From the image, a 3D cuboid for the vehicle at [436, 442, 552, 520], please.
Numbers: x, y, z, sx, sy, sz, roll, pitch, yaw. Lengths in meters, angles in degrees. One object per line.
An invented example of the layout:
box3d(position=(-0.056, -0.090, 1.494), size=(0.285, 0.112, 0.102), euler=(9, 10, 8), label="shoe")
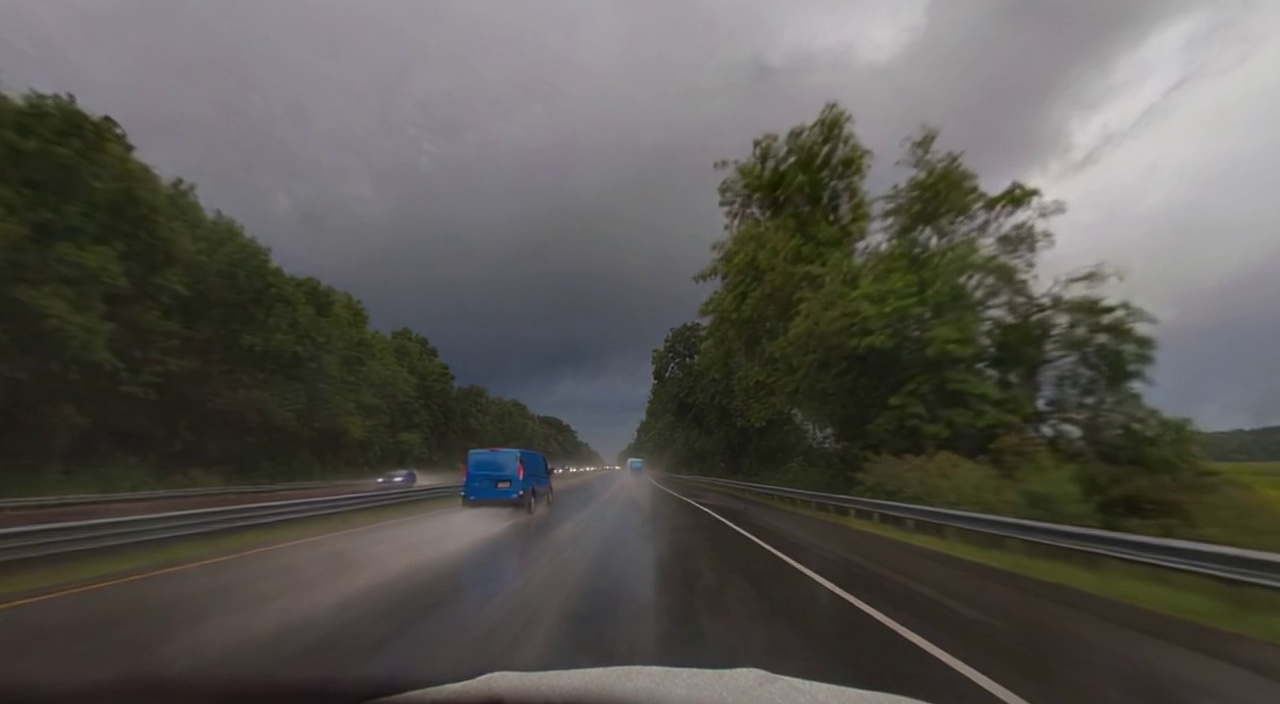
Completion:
box3d(position=(-3.857, 3.557, 17.639), size=(2.100, 1.824, 4.634), euler=(1, -10, 0), label="vehicle")
